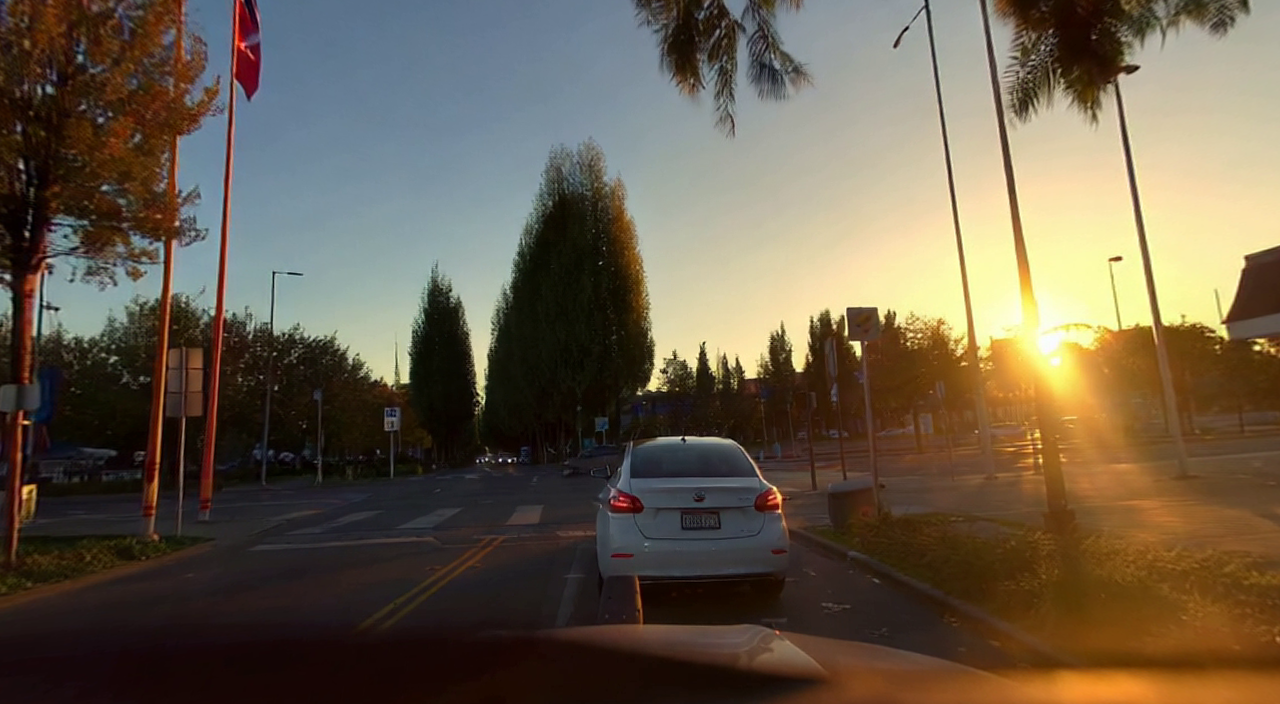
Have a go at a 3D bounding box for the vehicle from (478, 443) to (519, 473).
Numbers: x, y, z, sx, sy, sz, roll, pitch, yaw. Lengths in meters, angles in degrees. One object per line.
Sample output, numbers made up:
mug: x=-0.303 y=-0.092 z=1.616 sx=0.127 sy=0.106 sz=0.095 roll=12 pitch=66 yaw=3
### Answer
vehicle: x=-9.992 y=7.492 z=44.759 sx=2.212 sy=1.948 sz=4.537 roll=0 pitch=-9 yaw=-5

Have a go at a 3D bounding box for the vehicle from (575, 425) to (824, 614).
vehicle: x=0.385 y=1.617 z=6.901 sx=1.985 sy=1.463 sz=3.647 roll=0 pitch=-9 yaw=-3
